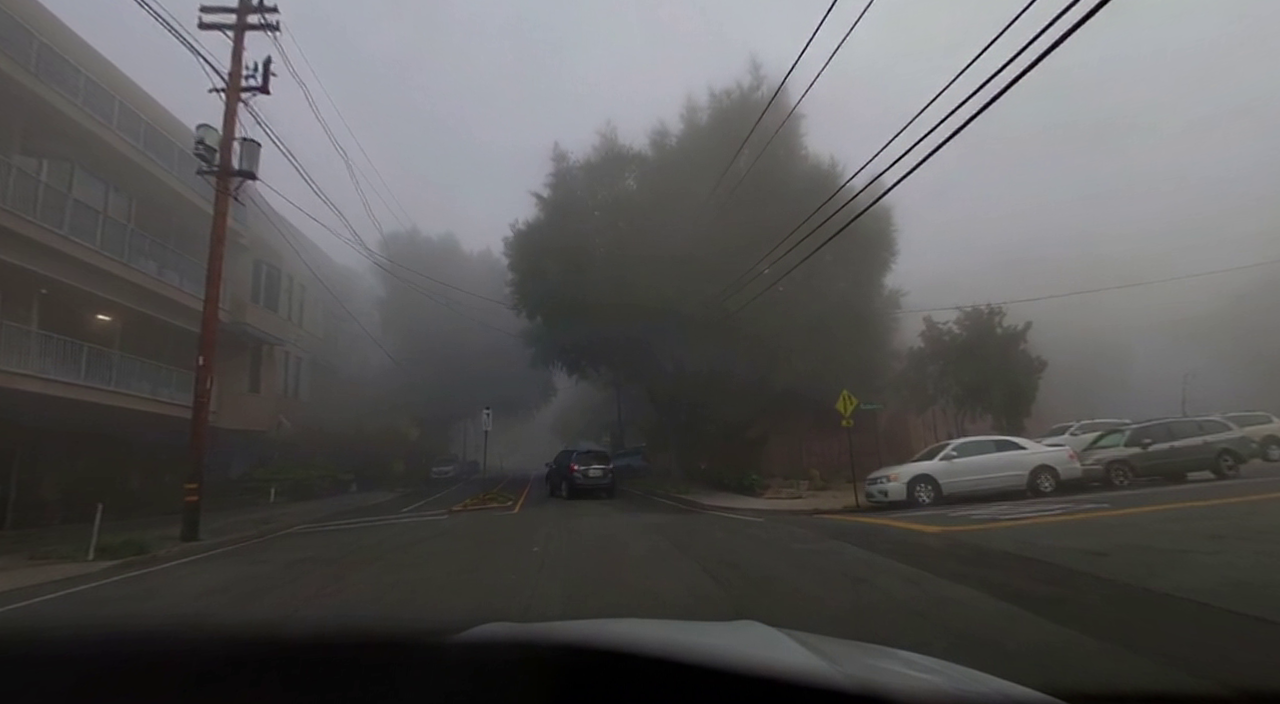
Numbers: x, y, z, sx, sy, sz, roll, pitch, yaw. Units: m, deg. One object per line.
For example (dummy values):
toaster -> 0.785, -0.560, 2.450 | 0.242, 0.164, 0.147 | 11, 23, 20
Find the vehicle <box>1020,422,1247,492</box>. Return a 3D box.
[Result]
vehicle -> 13.114, 2.807, 16.911 | 4.830, 1.490, 1.878 | -1, -11, -11

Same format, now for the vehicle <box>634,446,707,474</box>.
vehicle -> 1.974, 7.085, 41.549 | 4.424, 1.645, 1.820 | 1, -9, -12

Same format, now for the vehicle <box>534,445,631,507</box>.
vehicle -> -2.157, 4.245, 22.257 | 2.155, 1.872, 4.790 | 3, -9, -21

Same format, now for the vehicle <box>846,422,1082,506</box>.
vehicle -> 8.001, 2.822, 15.845 | 4.877, 1.755, 1.918 | -1, -13, -10
